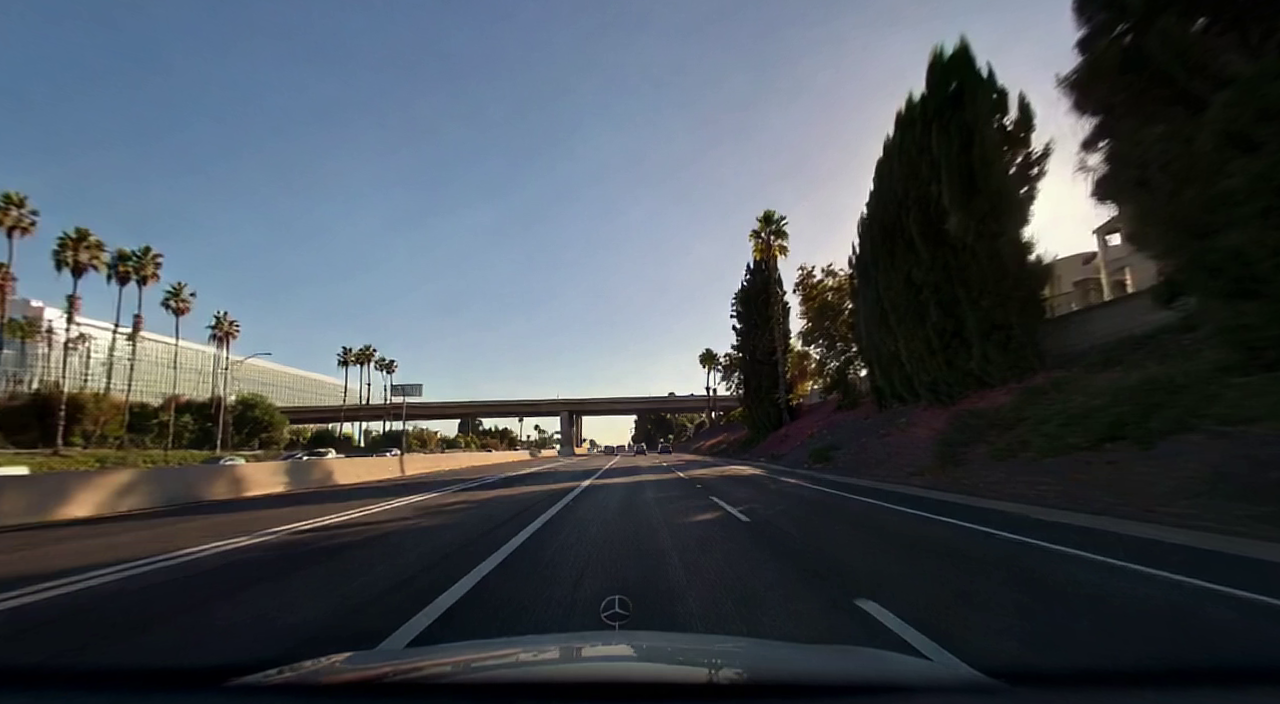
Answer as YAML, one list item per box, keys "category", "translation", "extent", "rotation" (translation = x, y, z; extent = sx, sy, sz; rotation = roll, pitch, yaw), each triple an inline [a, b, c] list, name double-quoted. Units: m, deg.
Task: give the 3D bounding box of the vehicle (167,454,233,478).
- category: "vehicle"
  translation: [-33.807, 8.746, 48.693]
  extent: [1.839, 1.615, 4.492]
  rotation: [0, -8, -1]
